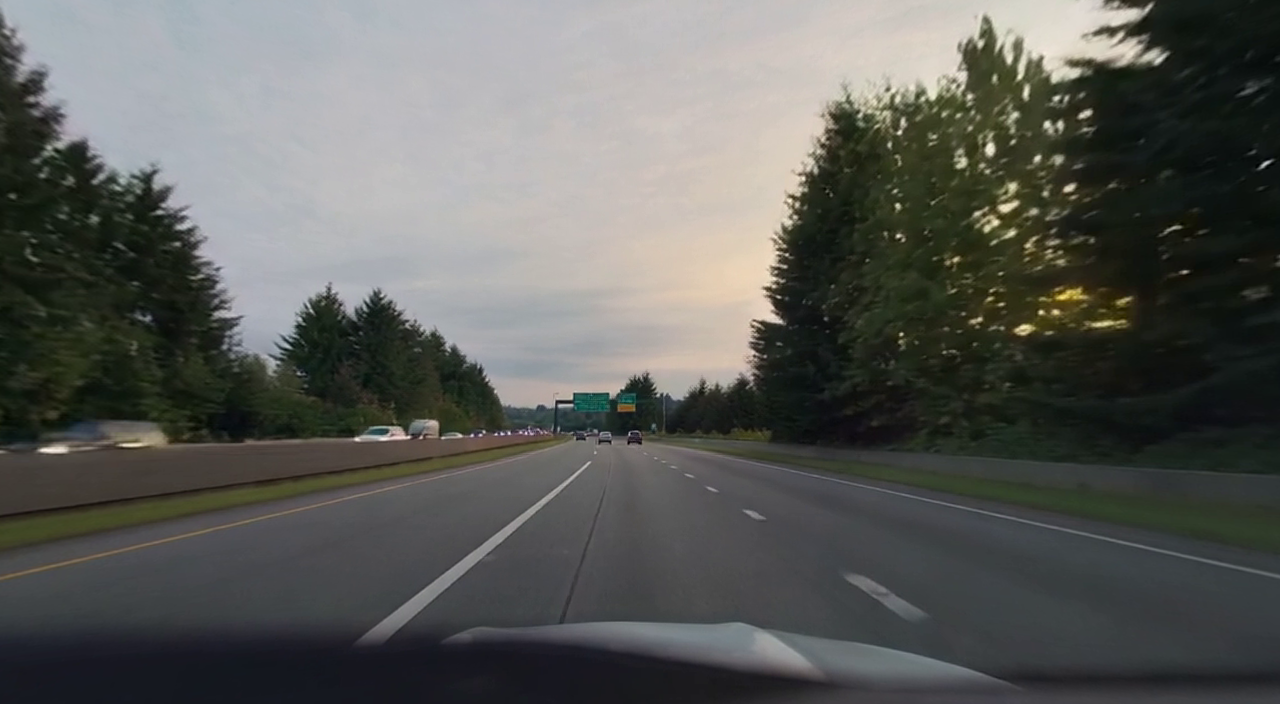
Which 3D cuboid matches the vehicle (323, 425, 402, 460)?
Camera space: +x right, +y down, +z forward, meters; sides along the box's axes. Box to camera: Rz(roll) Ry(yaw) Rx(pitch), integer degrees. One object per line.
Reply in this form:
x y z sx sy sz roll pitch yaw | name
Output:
-13.240 4.341 30.360 1.881 1.508 4.599 -1 -8 -2 | vehicle

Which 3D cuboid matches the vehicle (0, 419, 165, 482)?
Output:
-15.608 2.617 17.077 1.951 1.470 4.535 0 -8 -1 | vehicle
